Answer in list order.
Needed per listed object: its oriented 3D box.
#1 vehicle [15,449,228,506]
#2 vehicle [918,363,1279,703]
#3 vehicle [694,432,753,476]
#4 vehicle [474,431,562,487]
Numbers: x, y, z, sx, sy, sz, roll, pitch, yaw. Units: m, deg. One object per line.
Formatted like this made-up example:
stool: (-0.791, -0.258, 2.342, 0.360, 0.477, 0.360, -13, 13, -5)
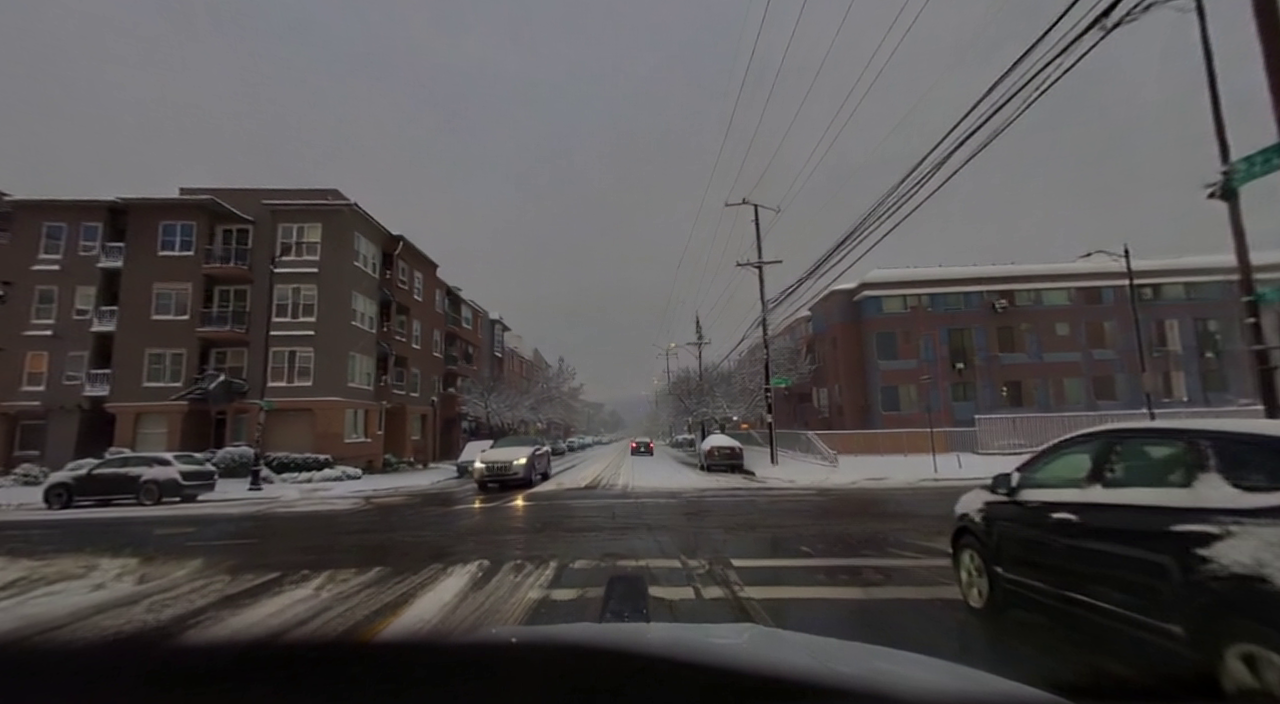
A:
vehicle: (-17.264, 4.182, 21.194, 5.354, 1.773, 1.991, 0, -8, 0)
vehicle: (3.523, 1.062, 3.574, 1.994, 1.697, 4.274, 0, -8, 1)
vehicle: (3.772, 4.734, 29.412, 2.164, 1.721, 4.416, -4, -9, 1)
vehicle: (-4.326, 3.890, 23.183, 2.201, 1.801, 4.750, 0, -8, 1)
